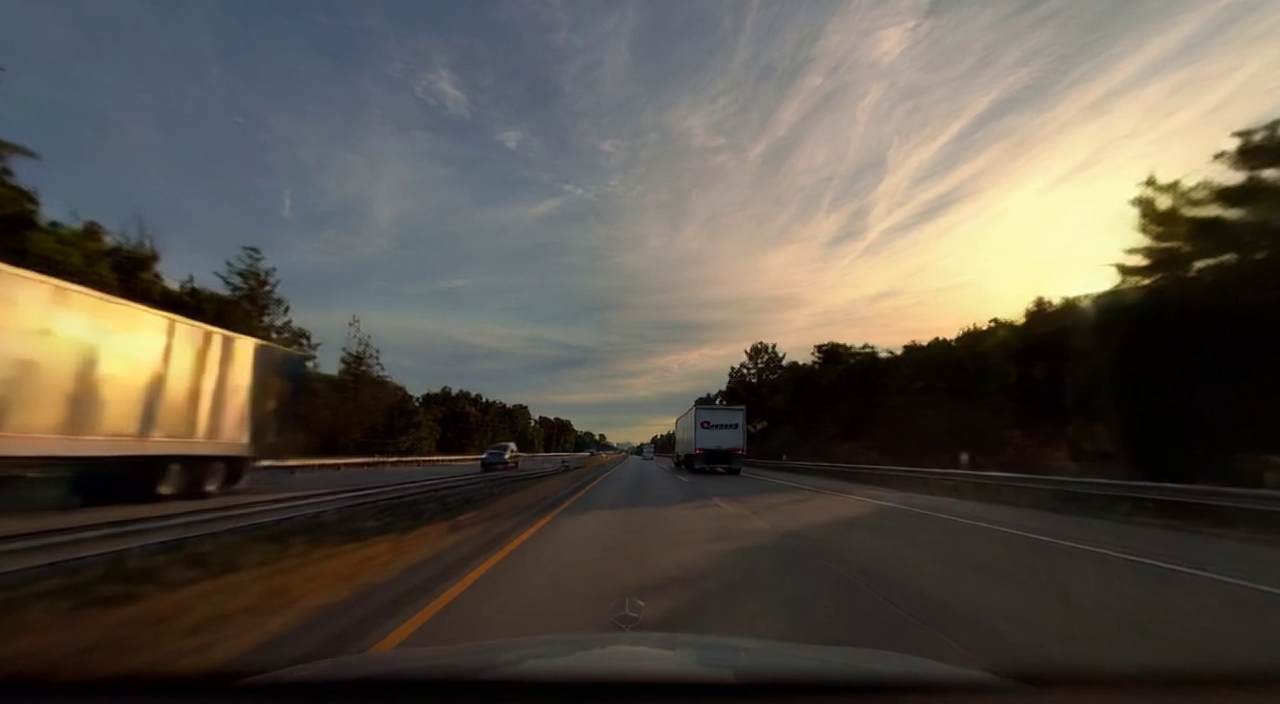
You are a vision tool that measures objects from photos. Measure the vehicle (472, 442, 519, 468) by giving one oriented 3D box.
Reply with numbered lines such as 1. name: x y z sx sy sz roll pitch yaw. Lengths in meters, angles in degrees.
1. vehicle: -9.022 6.462 39.696 1.935 1.558 4.214 0 -9 0

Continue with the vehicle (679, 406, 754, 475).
1. vehicle: 4.132 5.258 36.927 2.876 3.419 11.591 0 -9 0
